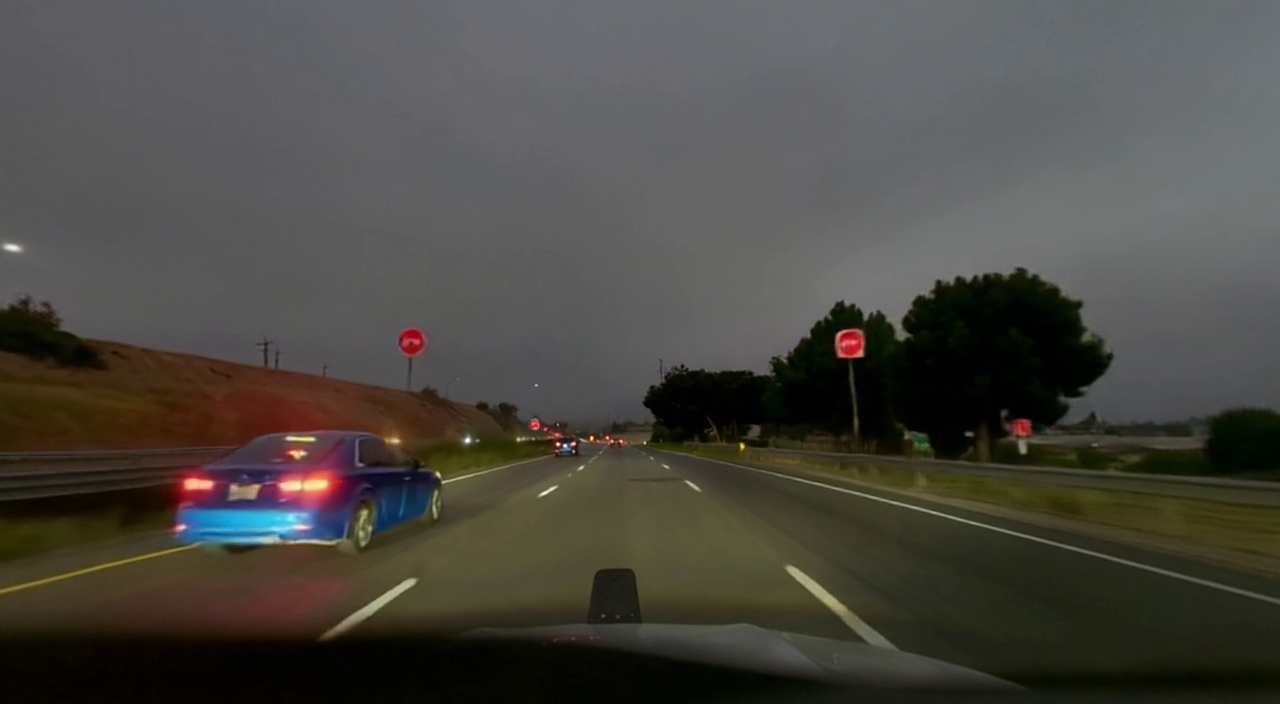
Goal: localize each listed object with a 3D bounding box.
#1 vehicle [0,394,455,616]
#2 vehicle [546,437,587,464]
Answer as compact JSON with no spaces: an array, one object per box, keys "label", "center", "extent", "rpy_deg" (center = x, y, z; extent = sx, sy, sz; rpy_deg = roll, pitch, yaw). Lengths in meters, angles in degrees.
[{"label":"vehicle","center":[-3.767,1.429,7.010],"extent":[2.047,1.612,4.631],"rpy_deg":[0,-8,0]},{"label":"vehicle","center":[-3.997,5.394,34.917],"extent":[1.874,1.369,3.875],"rpy_deg":[0,-8,-1]}]
